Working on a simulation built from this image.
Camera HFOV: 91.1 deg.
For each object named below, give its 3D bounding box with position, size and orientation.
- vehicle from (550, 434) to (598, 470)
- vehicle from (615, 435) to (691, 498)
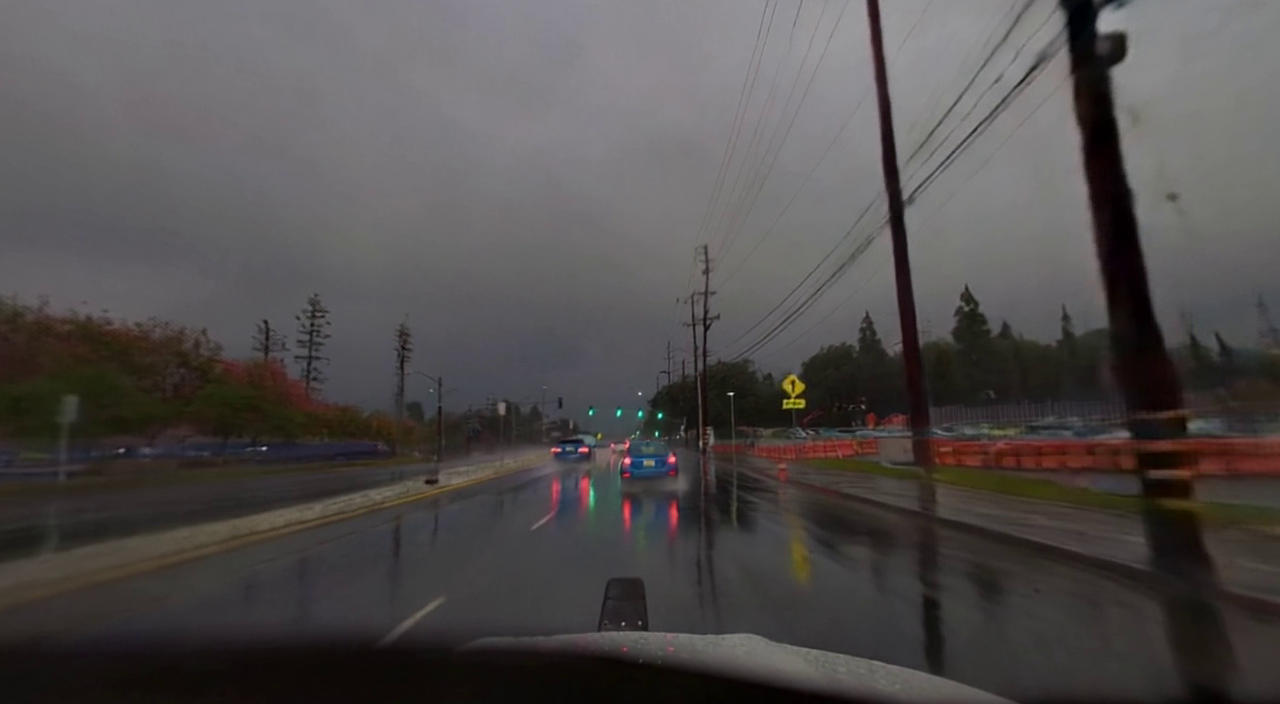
[{"bbox_3d":[-3.519,5.439,34.410,2.078,1.804,4.387,0,-8,1],"label":"vehicle"},{"bbox_3d":[0.340,3.430,19.164,2.059,1.691,3.980,0,-8,0],"label":"vehicle"}]
